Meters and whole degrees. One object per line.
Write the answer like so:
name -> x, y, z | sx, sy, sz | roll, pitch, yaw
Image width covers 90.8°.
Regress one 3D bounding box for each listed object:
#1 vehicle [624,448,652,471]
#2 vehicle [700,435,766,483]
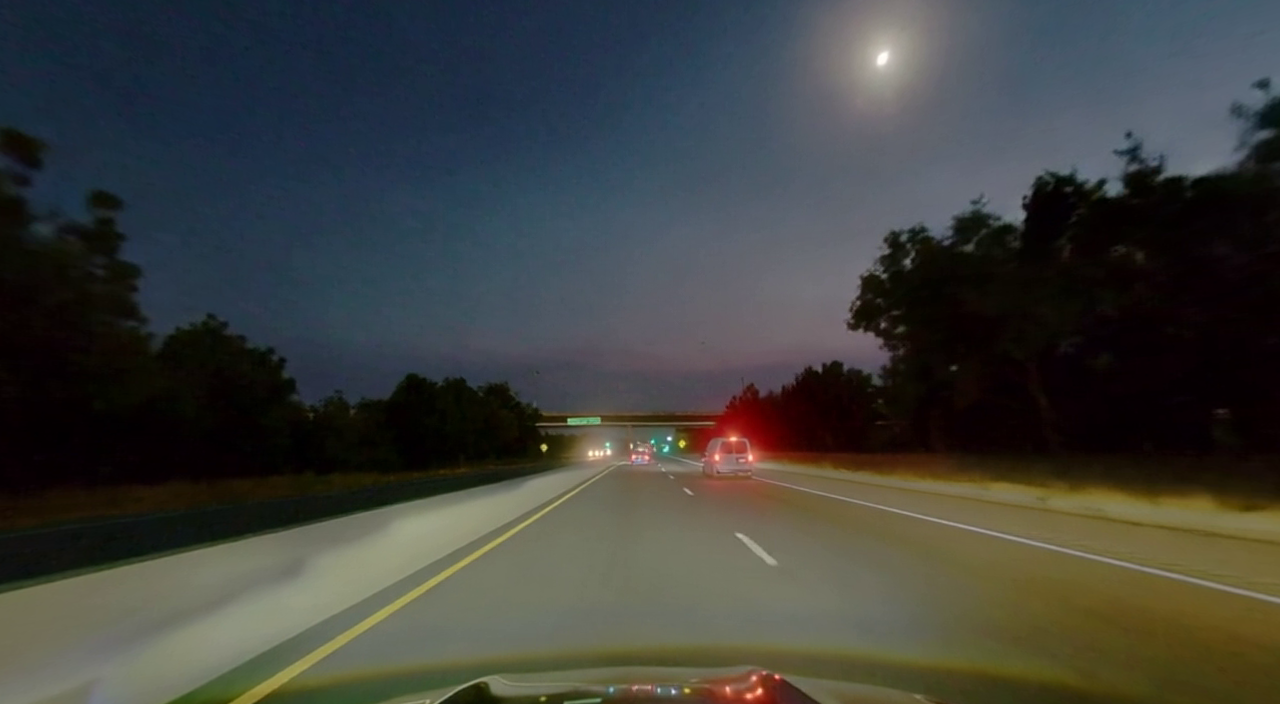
vehicle -> -0.145, 8.022, 47.285 | 2.013, 1.584, 3.995 | 0, -9, 1
vehicle -> 4.108, 4.878, 28.940 | 2.152, 1.998, 5.380 | 0, -9, -1
